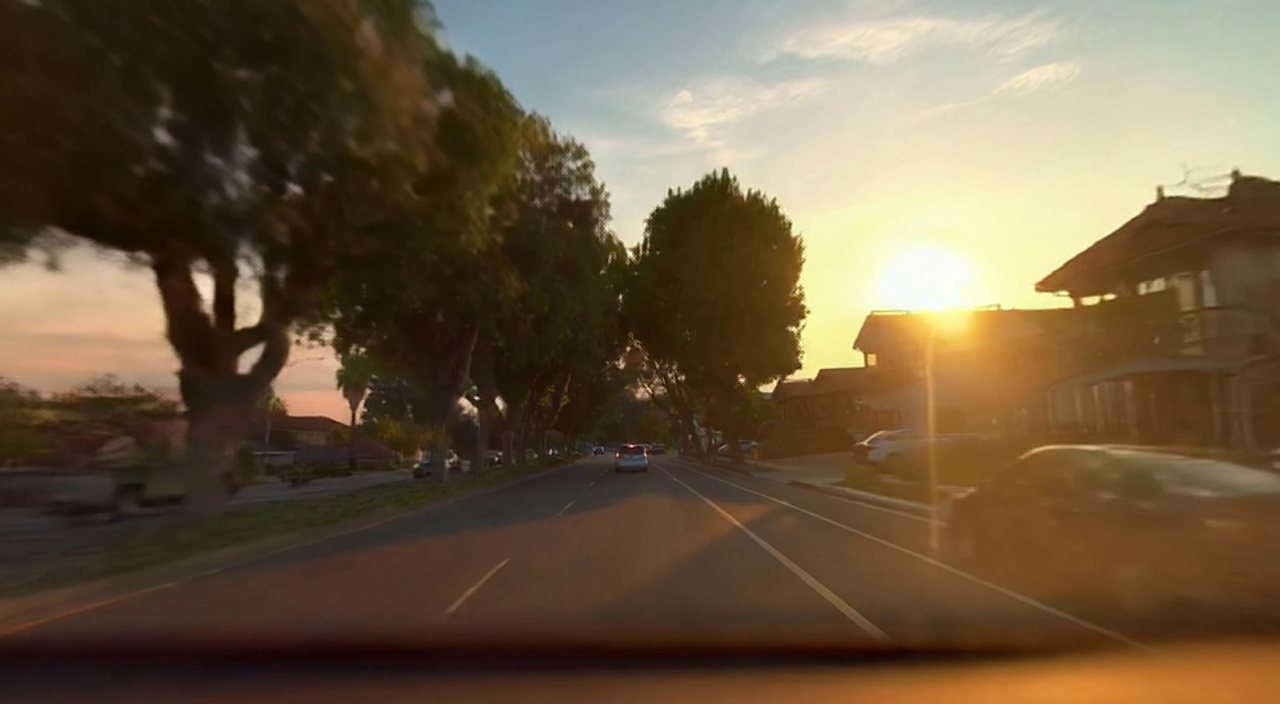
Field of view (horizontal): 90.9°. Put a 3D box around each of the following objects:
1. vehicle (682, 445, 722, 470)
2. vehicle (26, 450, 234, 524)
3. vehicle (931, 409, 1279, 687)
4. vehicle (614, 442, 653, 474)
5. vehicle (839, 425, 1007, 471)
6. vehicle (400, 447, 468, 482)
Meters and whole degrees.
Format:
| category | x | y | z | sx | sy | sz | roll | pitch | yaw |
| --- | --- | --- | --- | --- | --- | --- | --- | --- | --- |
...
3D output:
| category | x | y | z | sx | sy | sz | roll | pitch | yaw |
| --- | --- | --- | --- | --- | --- | --- | --- | --- | --- |
| vehicle | 3.937 | 6.811 | 40.881 | 2.045 | 1.517 | 4.394 | 0 | -8 | -2 |
| vehicle | -14.724 | 3.858 | 18.714 | 2.034 | 1.810 | 4.976 | -1 | -8 | -1 |
| vehicle | 4.554 | 1.378 | 5.477 | 2.020 | 1.518 | 4.255 | 0 | -8 | 0 |
| vehicle | -0.364 | 5.797 | 34.810 | 2.024 | 1.655 | 4.301 | 0 | -8 | -1 |
| vehicle | 11.607 | 3.993 | 26.227 | 5.876 | 1.828 | 2.268 | 0 | -8 | 1 |
| vehicle | -11.438 | 6.237 | 35.353 | 2.232 | 1.651 | 4.777 | -3 | -8 | -1 |
